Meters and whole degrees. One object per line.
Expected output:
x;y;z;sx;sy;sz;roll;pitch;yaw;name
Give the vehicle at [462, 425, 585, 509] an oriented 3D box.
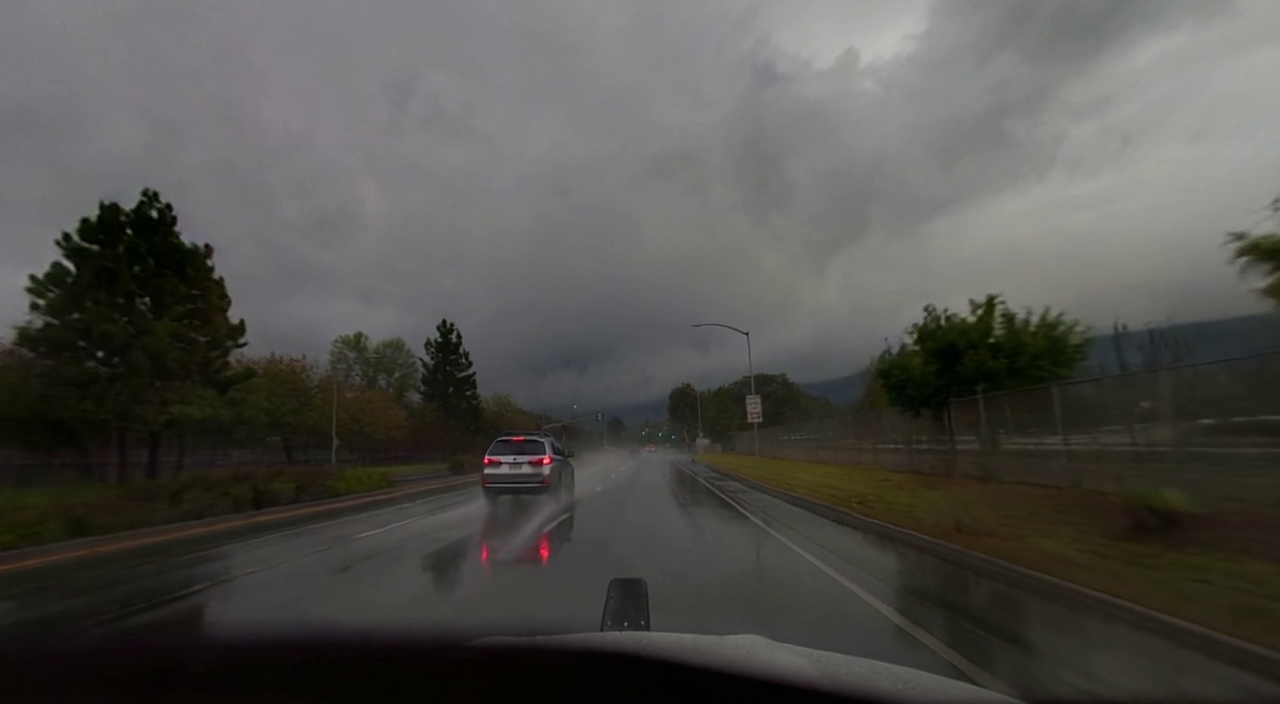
-2.833;2.932;16.557;2.160;1.855;4.695;0;-8;2;vehicle
